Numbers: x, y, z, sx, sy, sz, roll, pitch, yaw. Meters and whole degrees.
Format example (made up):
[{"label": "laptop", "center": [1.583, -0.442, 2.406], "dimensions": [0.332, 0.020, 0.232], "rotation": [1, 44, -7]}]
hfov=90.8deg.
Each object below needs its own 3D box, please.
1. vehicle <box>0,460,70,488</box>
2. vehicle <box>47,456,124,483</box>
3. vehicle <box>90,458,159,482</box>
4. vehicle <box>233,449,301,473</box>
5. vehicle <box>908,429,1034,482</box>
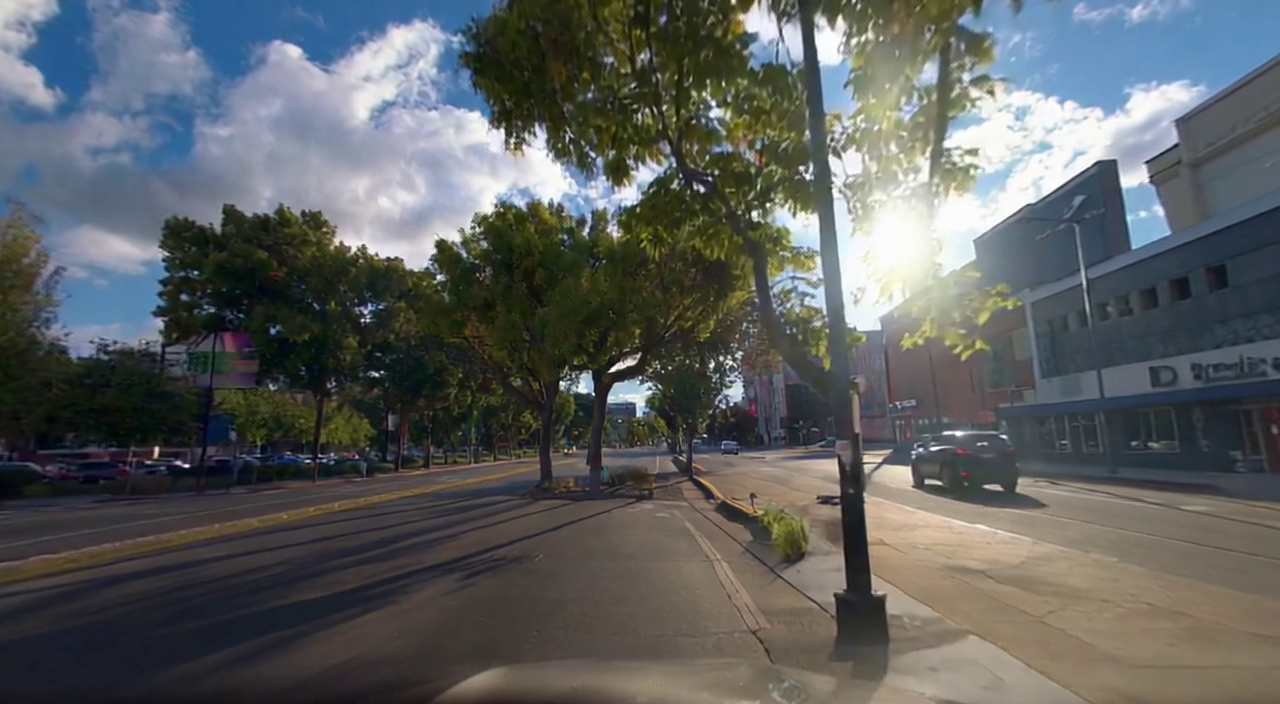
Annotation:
[{"label": "vehicle", "center": [-35.597, 7.120, 37.076], "dimensions": [4.157, 1.458, 2.130], "rotation": [-6, -10, 34]}, {"label": "vehicle", "center": [-34.503, 7.260, 39.251], "dimensions": [5.124, 1.541, 2.121], "rotation": [-6, -10, 32]}, {"label": "vehicle", "center": [-35.155, 8.002, 43.060], "dimensions": [4.416, 1.541, 2.102], "rotation": [-5, -10, 30]}, {"label": "vehicle", "center": [-28.906, 8.403, 48.883], "dimensions": [5.483, 1.719, 2.112], "rotation": [-5, -10, 31]}, {"label": "vehicle", "center": [11.503, 3.639, 22.381], "dimensions": [2.100, 1.638, 4.545], "rotation": [-1, -9, 2]}]
